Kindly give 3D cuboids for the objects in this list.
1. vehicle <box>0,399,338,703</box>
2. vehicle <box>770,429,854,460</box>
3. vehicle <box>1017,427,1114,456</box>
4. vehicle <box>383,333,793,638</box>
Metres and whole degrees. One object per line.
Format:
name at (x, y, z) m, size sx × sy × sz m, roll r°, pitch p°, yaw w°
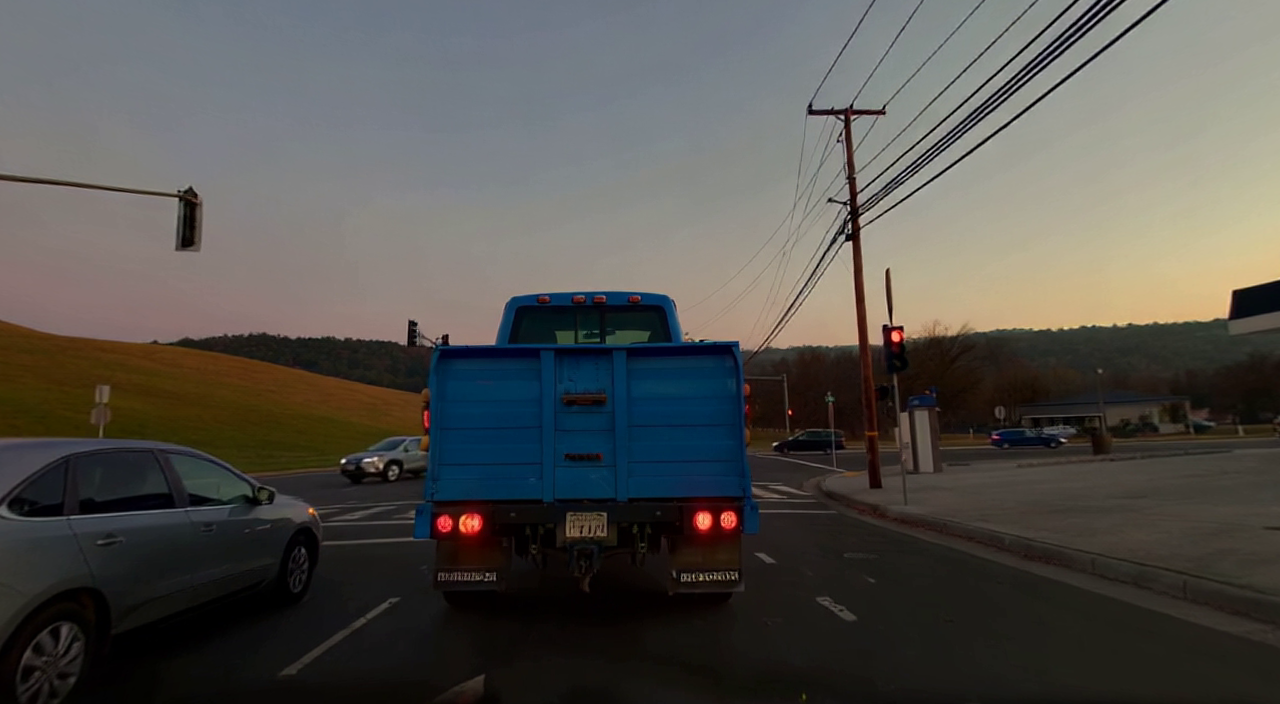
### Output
vehicle at (-3.953, 1.191, 3.991) m, size 2.017 × 1.555 × 4.150 m, roll -1°, pitch -9°, yaw 0°
vehicle at (11.709, 6.269, 42.520) m, size 6.346 × 1.917 × 2.360 m, roll 8°, pitch -11°, yaw -41°
vehicle at (25.578, 5.391, 37.932) m, size 4.419 × 1.496 × 1.854 m, roll -2°, pitch -9°, yaw 1°
vehicle at (-0.415, 1.324, 7.217) m, size 2.859 × 2.144 × 5.406 m, roll 0°, pitch -9°, yaw -1°
